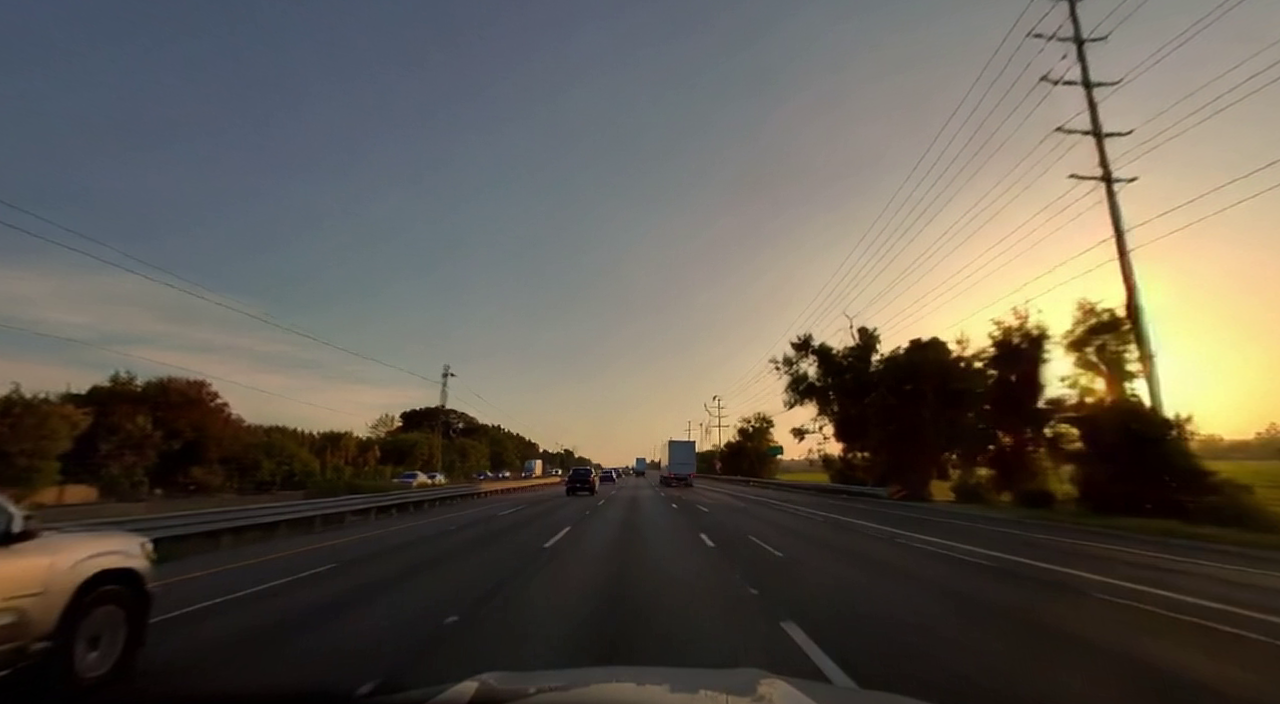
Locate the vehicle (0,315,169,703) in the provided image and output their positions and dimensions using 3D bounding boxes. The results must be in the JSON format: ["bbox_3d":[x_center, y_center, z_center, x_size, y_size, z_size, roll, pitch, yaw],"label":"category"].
[{"bbox_3d":[-3.612,0.490,0.897,2.146,1.862,4.703,1,-11,0],"label":"vehicle"}]

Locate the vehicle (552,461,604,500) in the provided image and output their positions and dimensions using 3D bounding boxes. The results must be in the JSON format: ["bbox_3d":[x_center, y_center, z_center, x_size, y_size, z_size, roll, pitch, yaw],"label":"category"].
[{"bbox_3d":[-2.936,6.241,30.835,2.065,1.722,4.441,1,-11,0],"label":"vehicle"}]
